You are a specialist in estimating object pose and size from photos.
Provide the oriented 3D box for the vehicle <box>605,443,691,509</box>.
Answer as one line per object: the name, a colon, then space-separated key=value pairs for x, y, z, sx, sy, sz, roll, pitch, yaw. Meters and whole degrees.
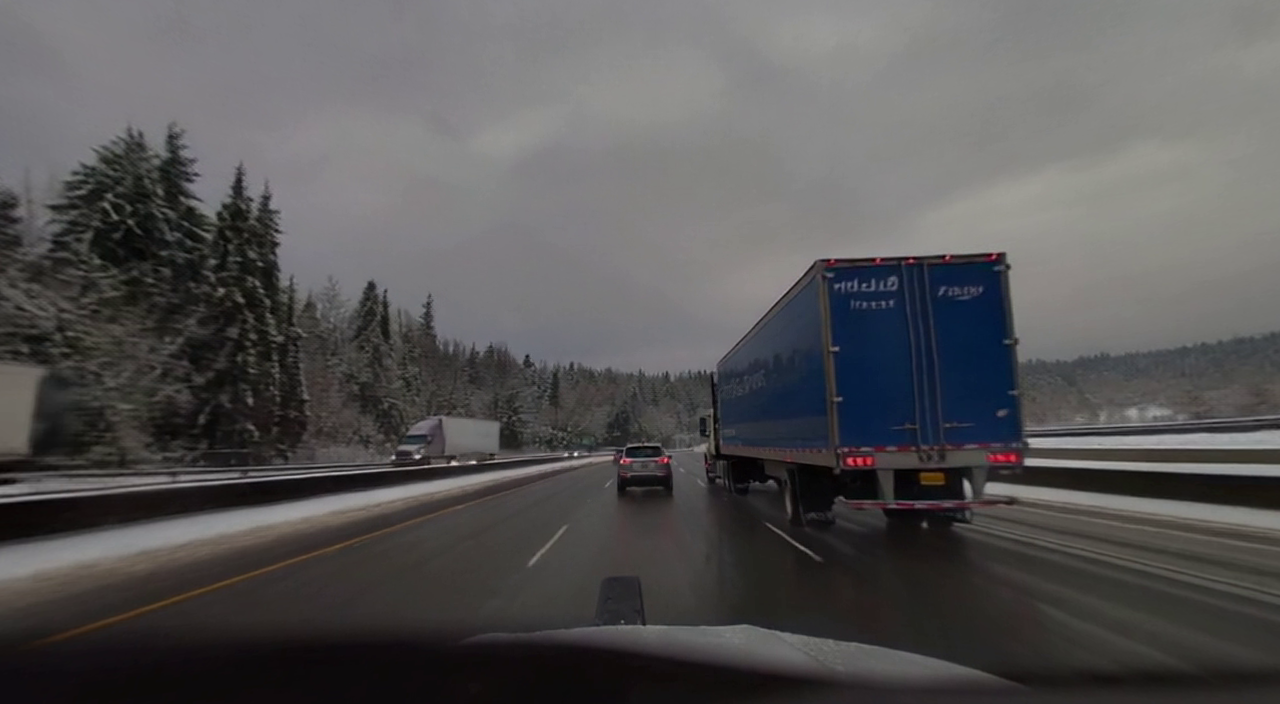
vehicle: x=0.180 y=3.323 z=17.339 sx=2.039 sy=1.532 sz=4.610 roll=0 pitch=-9 yaw=0

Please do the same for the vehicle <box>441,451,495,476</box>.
vehicle: x=-10.801 y=7.030 z=39.892 sx=1.979 sy=1.472 sz=4.465 roll=-1 pitch=-9 yaw=2

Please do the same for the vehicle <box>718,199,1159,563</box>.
vehicle: x=4.024 y=1.325 z=13.782 sx=2.960 sy=4.018 sz=13.834 roll=0 pitch=-9 yaw=0
